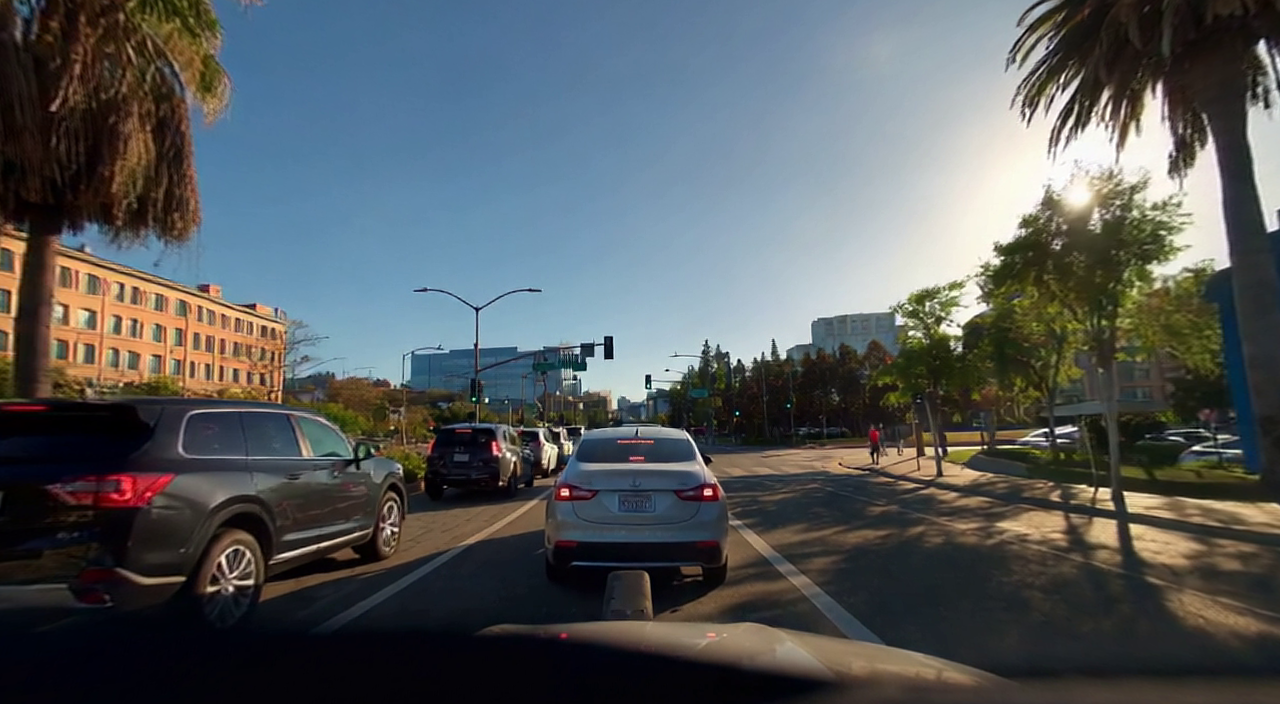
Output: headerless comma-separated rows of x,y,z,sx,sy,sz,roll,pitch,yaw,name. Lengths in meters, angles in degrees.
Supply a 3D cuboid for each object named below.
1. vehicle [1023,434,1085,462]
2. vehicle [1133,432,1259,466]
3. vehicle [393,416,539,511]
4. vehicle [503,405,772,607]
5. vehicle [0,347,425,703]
26.222,6.090,40.028,1.882,1.672,3.957,-2,-9,12,vehicle
25.457,4.445,28.961,3.914,1.427,1.779,-2,-8,5,vehicle
-3.459,2.305,13.383,1.840,1.684,4.041,0,-8,1,vehicle
-0.055,1.535,7.185,2.114,1.585,4.285,0,-8,-1,vehicle
-3.535,1.161,5.338,1.914,1.741,4.398,0,-9,-1,vehicle
